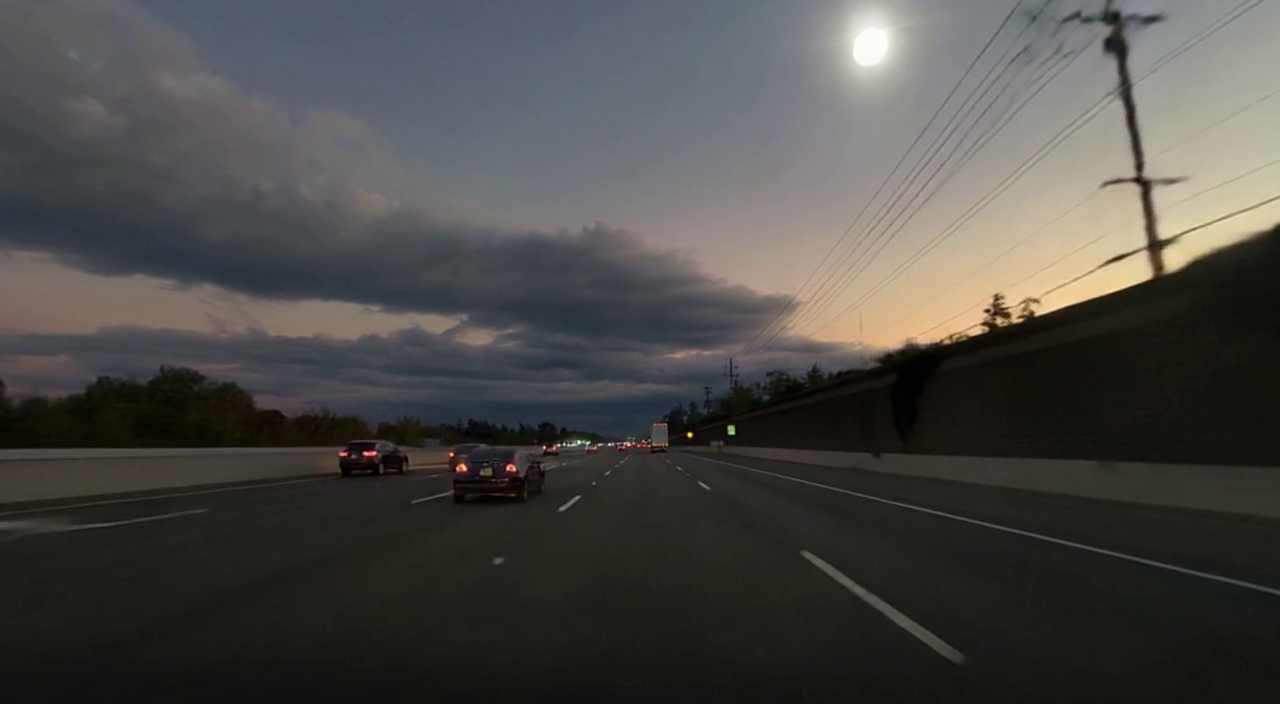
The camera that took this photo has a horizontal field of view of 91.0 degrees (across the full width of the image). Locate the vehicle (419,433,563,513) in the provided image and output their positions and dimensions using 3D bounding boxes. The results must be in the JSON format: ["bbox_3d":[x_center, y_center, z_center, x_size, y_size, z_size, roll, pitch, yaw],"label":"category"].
[{"bbox_3d":[-3.205,2.730,14.740,2.045,1.532,4.954,0,-9,1],"label":"vehicle"}]

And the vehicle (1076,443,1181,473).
[{"bbox_3d":[25.901,5.617,33.617,1.818,1.470,4.404,1,-9,-6],"label":"vehicle"}]

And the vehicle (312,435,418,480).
[{"bbox_3d":[-10.838,4.197,25.273,2.058,1.621,4.739,0,-9,1],"label":"vehicle"}]

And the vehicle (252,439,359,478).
[{"bbox_3d":[-14.547,4.654,27.772,2.039,1.516,4.780,0,-9,1],"label":"vehicle"}]
